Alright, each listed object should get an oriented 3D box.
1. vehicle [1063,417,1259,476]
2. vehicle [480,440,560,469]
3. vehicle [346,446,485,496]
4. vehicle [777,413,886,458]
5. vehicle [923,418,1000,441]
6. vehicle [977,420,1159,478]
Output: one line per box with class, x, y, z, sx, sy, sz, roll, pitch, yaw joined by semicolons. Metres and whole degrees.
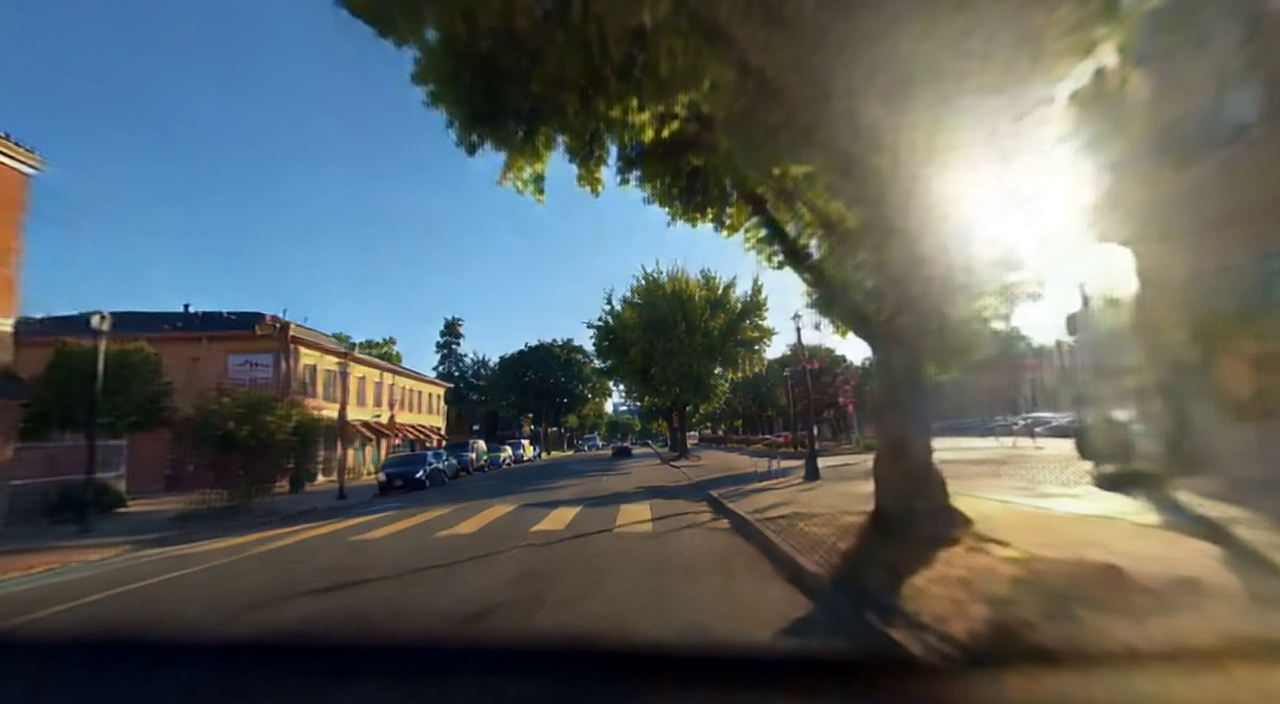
vehicle;14.772;2.731;18.257;1.934;1.477;4.373;0;-8;0
vehicle;-7.561;6.480;40.001;4.585;1.758;2.050;8;-12;-43
vehicle;-8.680;4.603;24.640;1.879;1.543;4.778;-13;-13;43
vehicle;10.938;4.781;36.188;5.453;1.794;2.011;-8;-6;-1
vehicle;23.615;5.726;46.286;4.521;1.634;1.996;0;-8;-1
vehicle;11.777;2.727;17.801;1.950;1.429;4.589;0;-8;1
